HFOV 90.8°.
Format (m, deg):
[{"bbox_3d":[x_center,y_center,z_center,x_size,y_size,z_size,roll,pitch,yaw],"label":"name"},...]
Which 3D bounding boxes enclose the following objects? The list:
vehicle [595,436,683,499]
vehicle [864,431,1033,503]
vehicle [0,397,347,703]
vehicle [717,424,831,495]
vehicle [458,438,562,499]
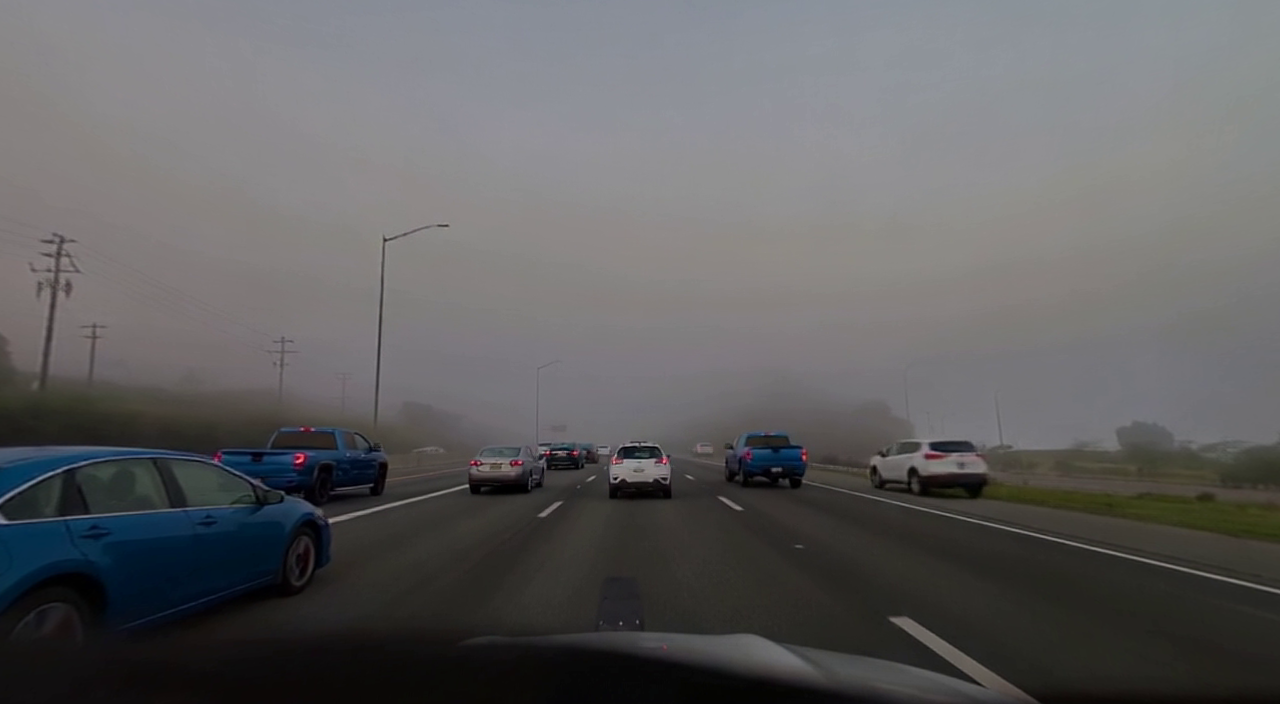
[{"bbox_3d":[-0.053,3.088,17.421,2.102,1.499,4.439,0,-8,-1],"label":"vehicle"},{"bbox_3d":[7.904,2.968,16.858,1.969,1.608,4.865,0,-8,-1],"label":"vehicle"},{"bbox_3d":[-3.749,1.060,3.537,1.955,1.481,4.604,0,-8,1],"label":"vehicle"},{"bbox_3d":[3.768,3.155,18.917,2.113,1.800,5.376,0,-8,-1],"label":"vehicle"},{"bbox_3d":[-3.385,3.105,17.272,1.899,1.437,4.131,0,-8,1],"label":"vehicle"}]
